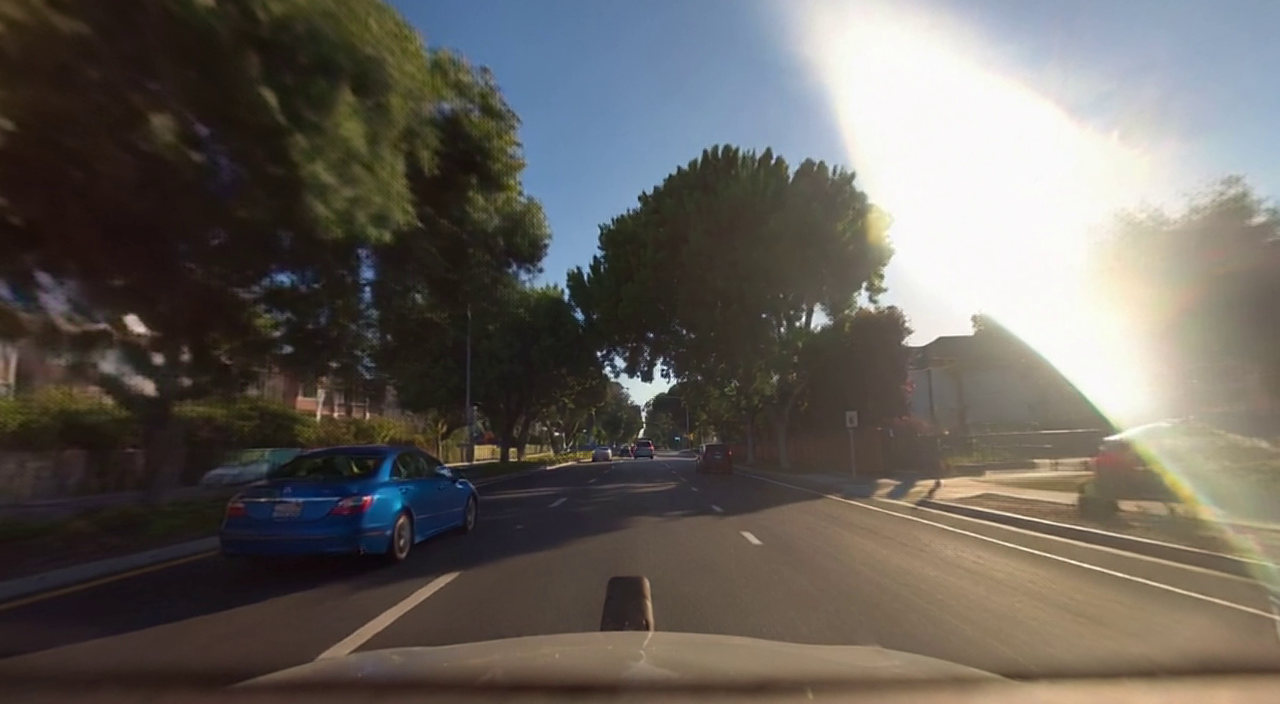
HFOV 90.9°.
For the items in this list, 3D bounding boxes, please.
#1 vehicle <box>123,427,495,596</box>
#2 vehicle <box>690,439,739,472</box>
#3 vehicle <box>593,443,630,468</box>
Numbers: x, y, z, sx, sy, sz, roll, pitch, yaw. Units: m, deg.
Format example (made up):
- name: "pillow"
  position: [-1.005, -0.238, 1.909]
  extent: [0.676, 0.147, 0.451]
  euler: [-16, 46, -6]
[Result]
- name: "vehicle"
  position: [-3.580, 1.814, 8.256]
  extent: [2.091, 1.503, 4.989]
  euler: [0, -8, 1]
- name: "vehicle"
  position: [4.052, 5.661, 34.815]
  extent: [2.182, 1.688, 4.187]
  euler: [0, -8, 0]
- name: "vehicle"
  position: [-1.750, 6.623, 40.566]
  extent: [1.940, 1.473, 4.133]
  euler: [-1, -8, 4]
